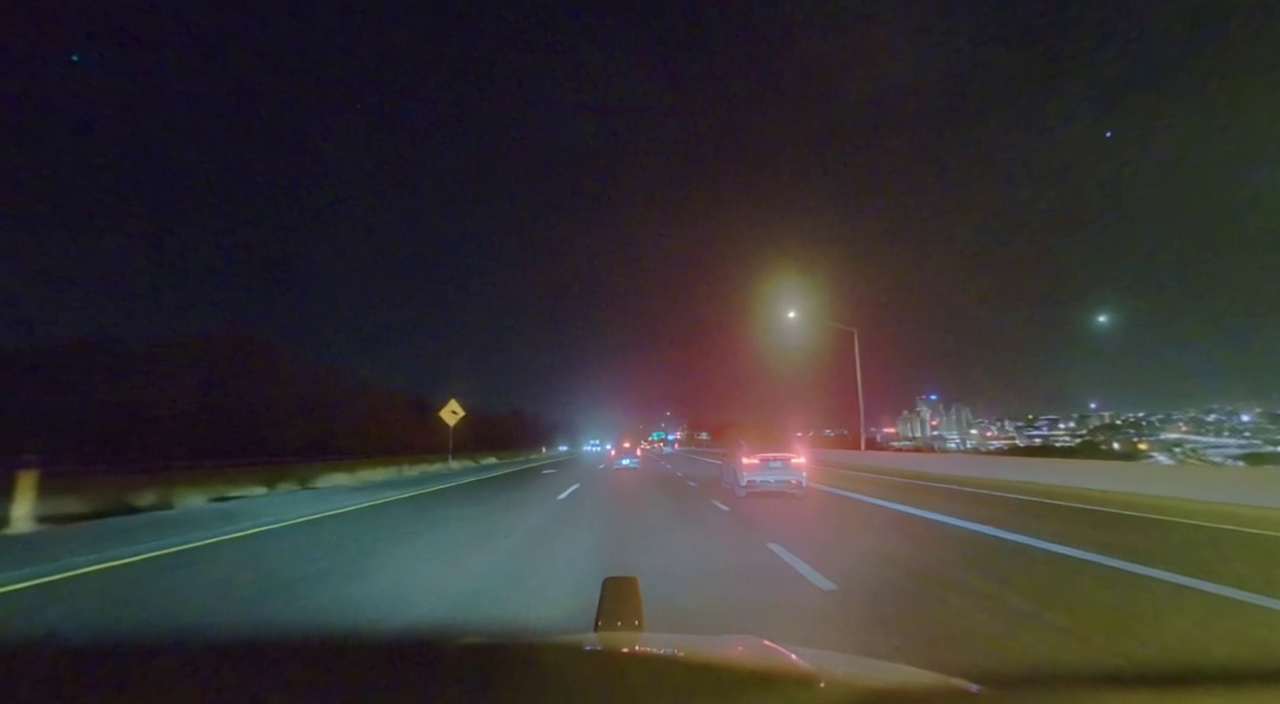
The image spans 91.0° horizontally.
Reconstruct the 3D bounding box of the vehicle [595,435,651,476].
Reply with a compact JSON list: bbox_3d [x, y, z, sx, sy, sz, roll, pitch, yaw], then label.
[{"bbox_3d":[-0.655,4.294,26.324,2.147,1.576,3.964,0,-8,0],"label":"vehicle"}]
